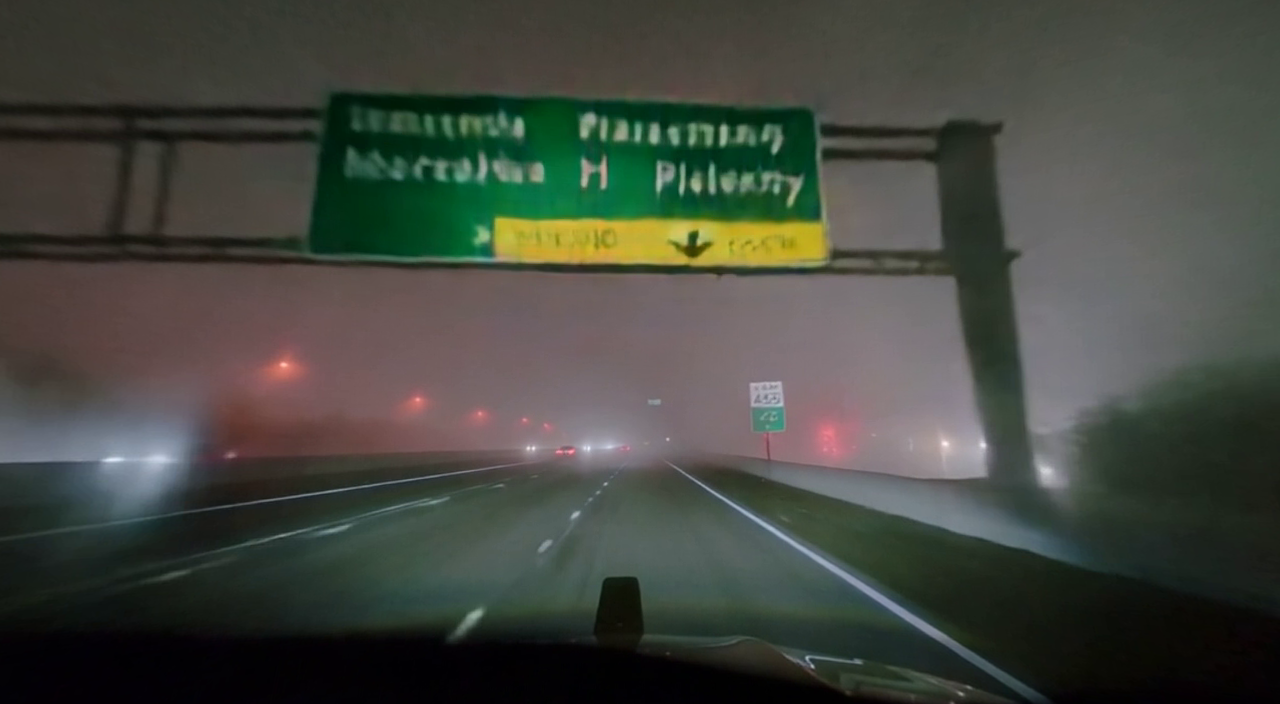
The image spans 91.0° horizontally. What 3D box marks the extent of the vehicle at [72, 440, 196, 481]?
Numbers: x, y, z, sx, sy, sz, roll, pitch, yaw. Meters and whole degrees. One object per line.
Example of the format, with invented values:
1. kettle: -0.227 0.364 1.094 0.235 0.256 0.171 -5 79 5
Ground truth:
1. vehicle: -20.662 4.432 25.946 1.787 1.512 3.945 0 -9 1
